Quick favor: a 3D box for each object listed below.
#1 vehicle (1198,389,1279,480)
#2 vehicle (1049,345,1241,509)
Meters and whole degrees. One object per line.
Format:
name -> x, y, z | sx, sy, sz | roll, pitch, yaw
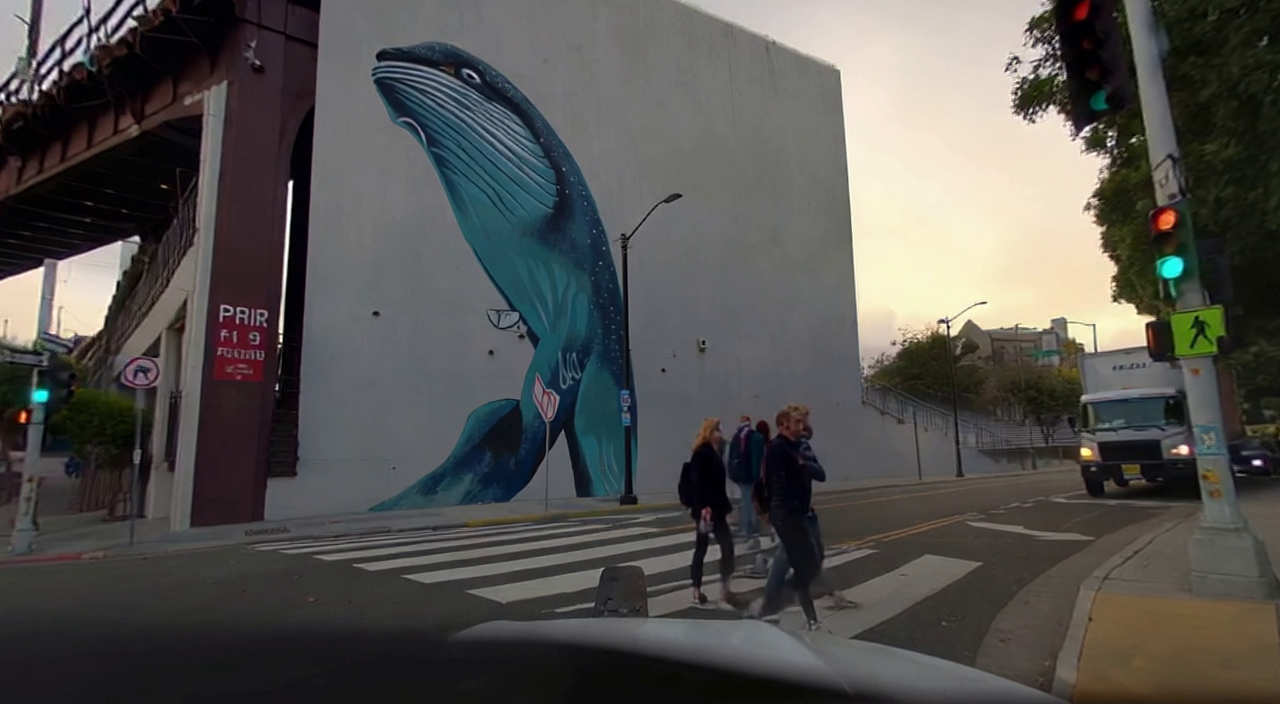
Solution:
vehicle -> 32.739, 4.437, 33.445 | 12.015, 4.103, 2.920 | 7, -11, -42
vehicle -> 15.741, 2.373, 19.208 | 9.347, 3.893, 2.849 | 7, -11, -42
